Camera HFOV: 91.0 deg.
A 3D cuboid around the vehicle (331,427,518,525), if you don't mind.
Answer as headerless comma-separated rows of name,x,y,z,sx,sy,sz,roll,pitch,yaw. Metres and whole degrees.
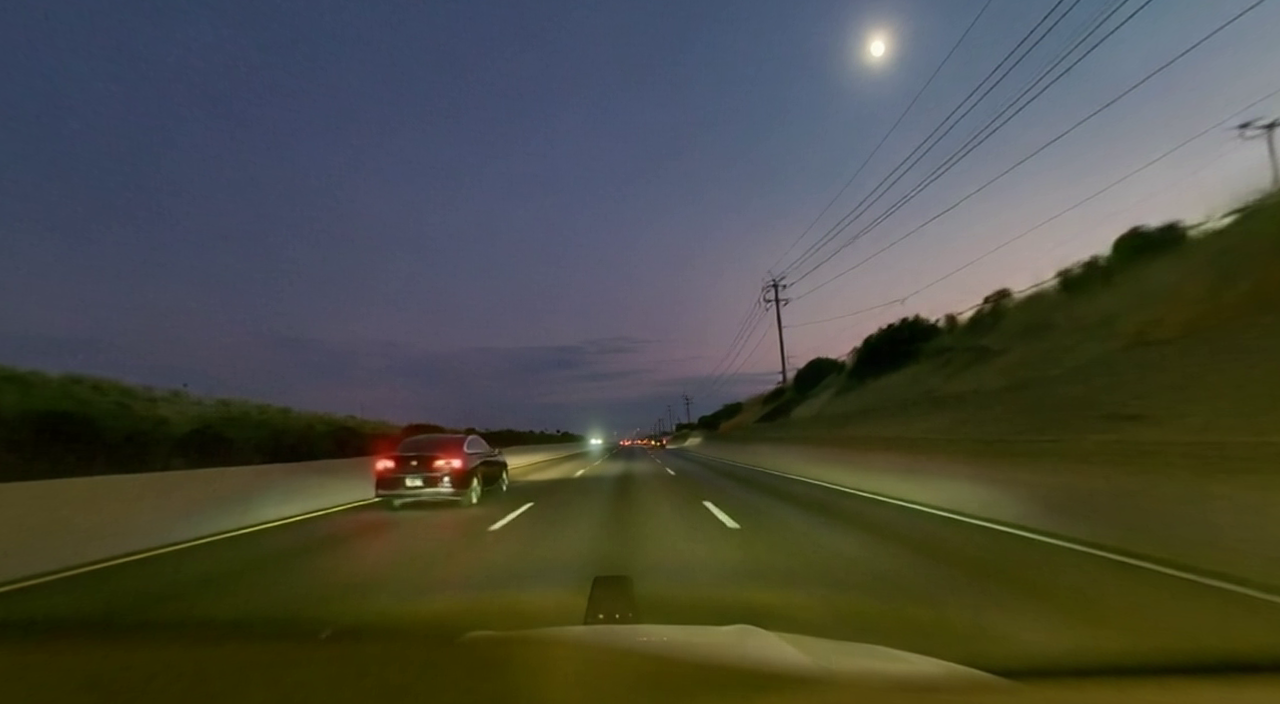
vehicle,-3.933,2.332,12.570,2.016,1.543,4.870,0,-8,0
